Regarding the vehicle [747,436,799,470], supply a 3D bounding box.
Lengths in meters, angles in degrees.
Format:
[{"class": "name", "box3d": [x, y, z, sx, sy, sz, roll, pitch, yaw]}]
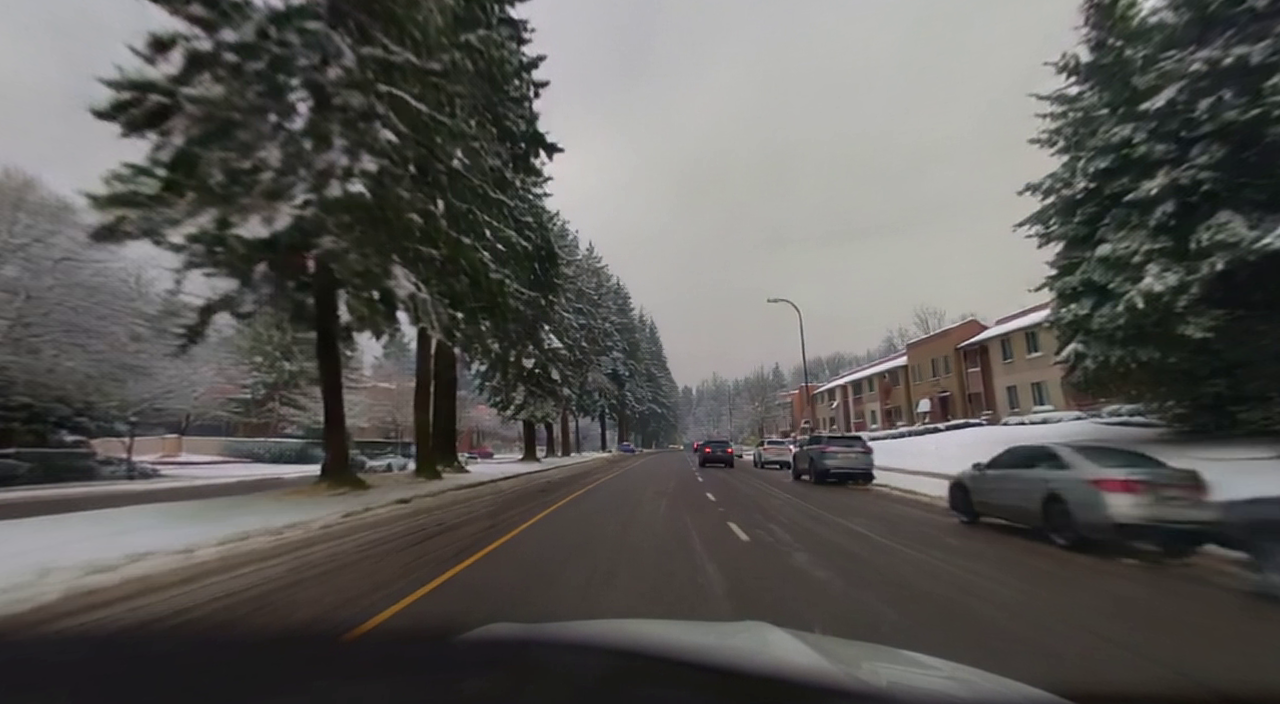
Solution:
[{"class": "vehicle", "box3d": [7.722, 5.915, 37.036, 2.092, 1.849, 5.068, 0, -8, 2]}]

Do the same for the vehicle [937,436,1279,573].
[{"class": "vehicle", "box3d": [6.559, 2.054, 9.475, 1.943, 1.496, 4.893, 0, -8, 2]}]

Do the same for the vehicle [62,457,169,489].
[{"class": "vehicle", "box3d": [-30.626, 7.009, 36.894, 4.598, 1.661, 1.958, 7, -11, -41]}]

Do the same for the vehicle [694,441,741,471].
[{"class": "vehicle", "box3d": [4.146, 5.606, 34.293, 2.128, 1.502, 4.572, 0, -8, 2]}]

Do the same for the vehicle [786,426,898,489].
[{"class": "vehicle", "box3d": [7.015, 3.748, 22.705, 2.213, 1.949, 5.907, 0, -8, 2]}]

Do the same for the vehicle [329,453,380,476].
[{"class": "vehicle", "box3d": [-21.140, 8.335, 46.845, 1.780, 1.573, 3.881, -1, -8, 3]}]
